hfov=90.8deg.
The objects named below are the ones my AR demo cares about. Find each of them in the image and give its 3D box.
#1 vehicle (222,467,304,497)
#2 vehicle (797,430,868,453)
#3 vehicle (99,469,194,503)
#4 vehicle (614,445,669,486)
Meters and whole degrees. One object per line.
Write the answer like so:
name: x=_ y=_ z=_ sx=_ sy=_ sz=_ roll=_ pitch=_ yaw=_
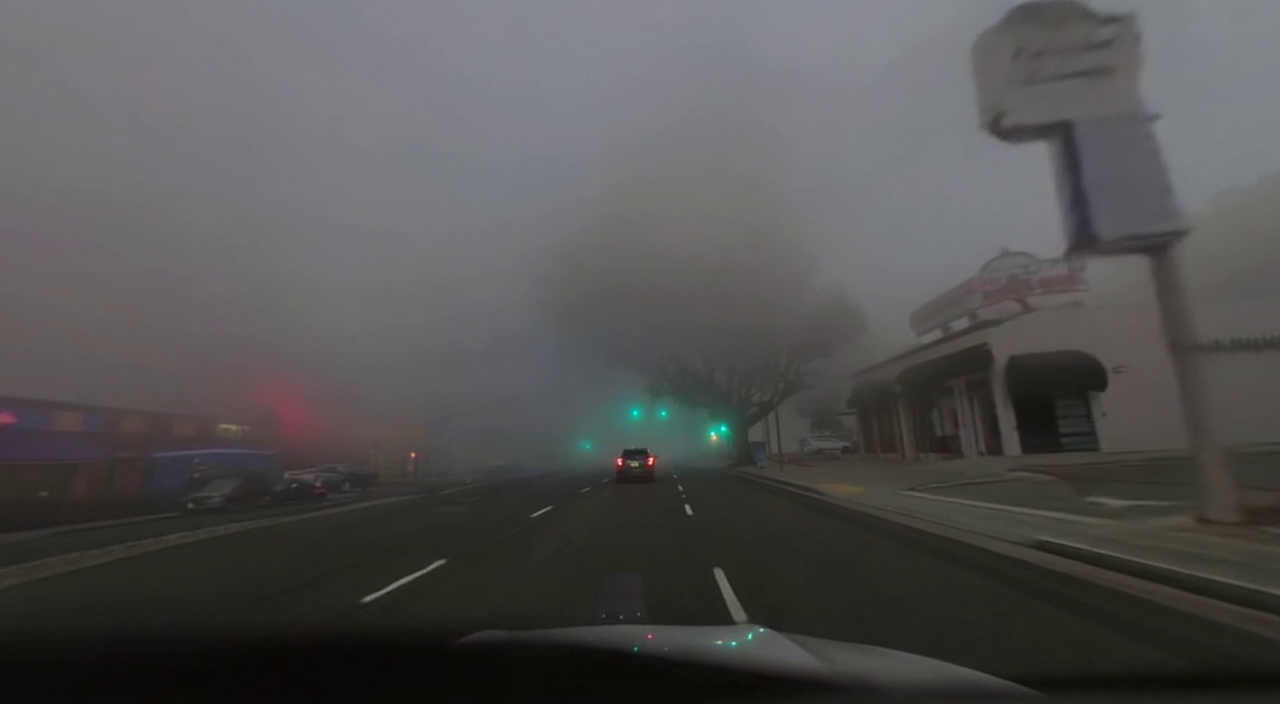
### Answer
vehicle: x=-24.333 y=8.335 z=40.800 sx=4.310 sy=1.663 sz=1.881 roll=6 pitch=-10 yaw=-34
vehicle: x=13.871 y=6.468 z=45.762 sx=4.466 sy=1.553 sz=2.060 roll=1 pitch=-7 yaw=-1
vehicle: x=-29.659 y=8.008 z=38.073 sx=4.261 sy=1.756 sz=1.915 roll=7 pitch=-11 yaw=-38
vehicle: x=0.124 y=4.410 z=24.915 sx=1.977 sy=1.451 sz=4.032 roll=-1 pitch=-9 yaw=3
